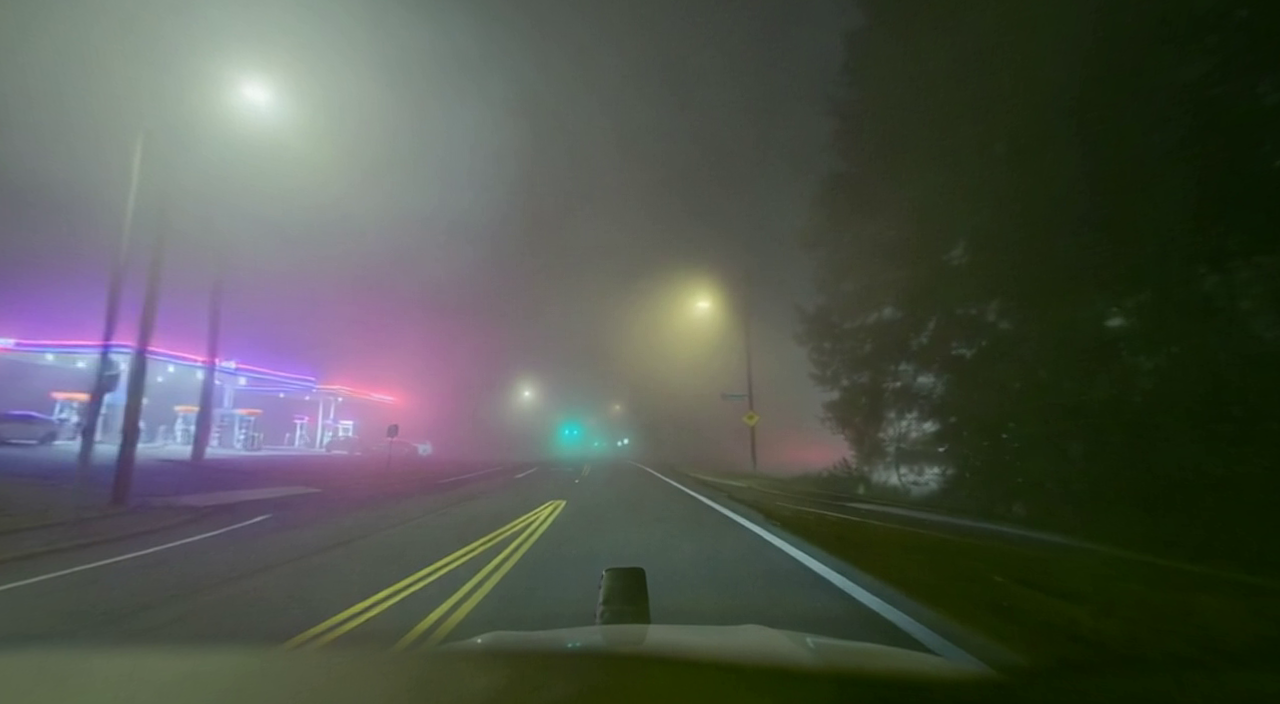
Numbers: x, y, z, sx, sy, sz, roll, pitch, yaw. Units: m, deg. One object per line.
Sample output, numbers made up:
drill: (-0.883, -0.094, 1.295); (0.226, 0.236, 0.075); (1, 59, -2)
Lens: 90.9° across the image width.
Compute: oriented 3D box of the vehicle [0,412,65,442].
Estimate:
vehicle: (-34.052, 4.090, 34.109); (4.399, 1.566, 1.882); (-2, -9, 10)
